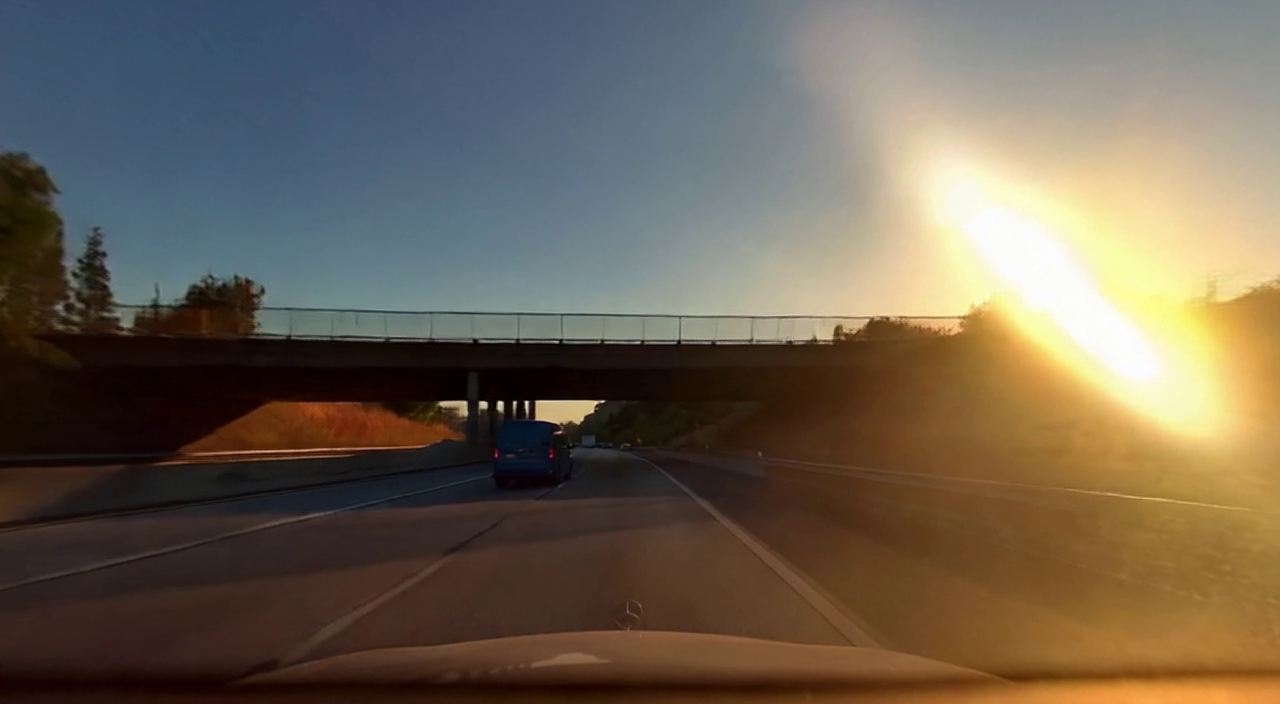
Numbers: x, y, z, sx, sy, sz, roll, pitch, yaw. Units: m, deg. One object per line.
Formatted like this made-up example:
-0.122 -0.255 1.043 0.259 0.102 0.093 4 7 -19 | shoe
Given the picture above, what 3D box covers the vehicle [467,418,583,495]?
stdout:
-3.067 2.952 18.107 2.372 1.891 5.061 0 -8 0 | vehicle
